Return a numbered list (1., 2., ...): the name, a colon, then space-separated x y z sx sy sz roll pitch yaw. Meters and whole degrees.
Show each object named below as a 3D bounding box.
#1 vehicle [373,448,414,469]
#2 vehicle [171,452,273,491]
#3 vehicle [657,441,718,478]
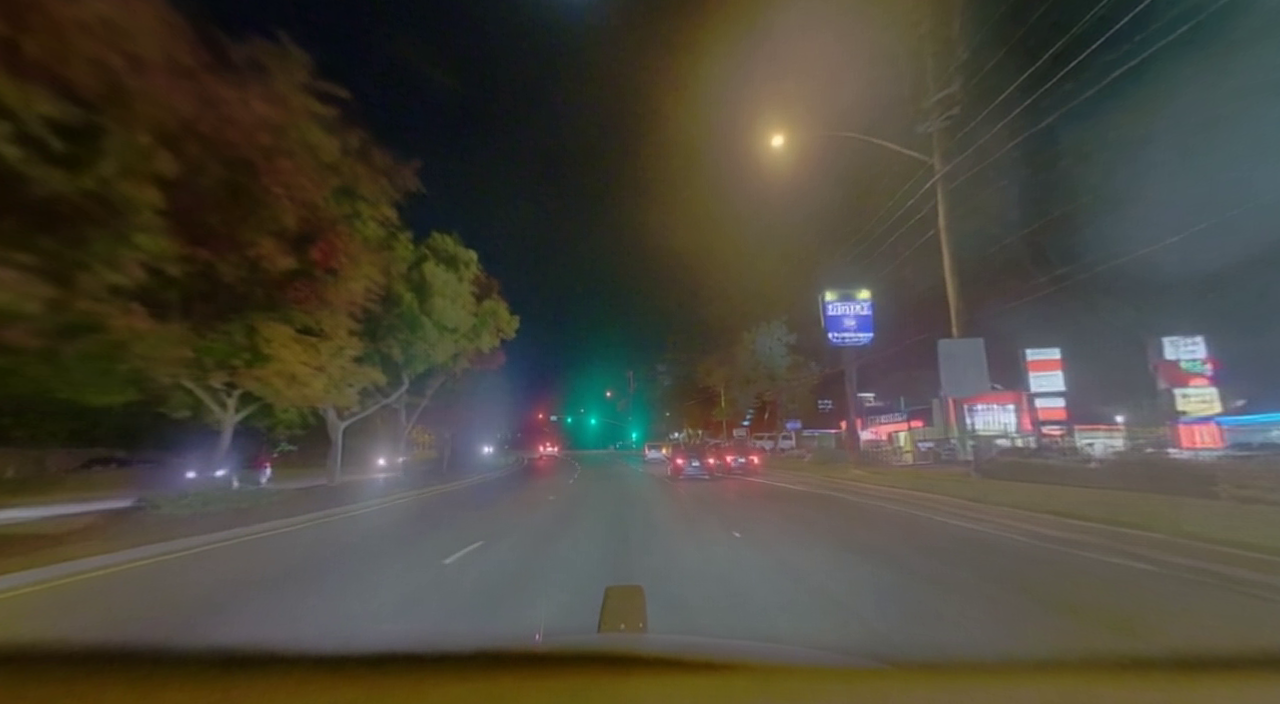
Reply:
1. vehicle: -19.500 8.422 49.981 1.873 1.507 4.204 1 -8 -5
2. vehicle: -20.519 5.835 31.259 2.005 1.713 4.648 0 -8 -3
3. vehicle: 2.017 4.739 28.107 2.130 1.476 4.453 1 -8 -3
